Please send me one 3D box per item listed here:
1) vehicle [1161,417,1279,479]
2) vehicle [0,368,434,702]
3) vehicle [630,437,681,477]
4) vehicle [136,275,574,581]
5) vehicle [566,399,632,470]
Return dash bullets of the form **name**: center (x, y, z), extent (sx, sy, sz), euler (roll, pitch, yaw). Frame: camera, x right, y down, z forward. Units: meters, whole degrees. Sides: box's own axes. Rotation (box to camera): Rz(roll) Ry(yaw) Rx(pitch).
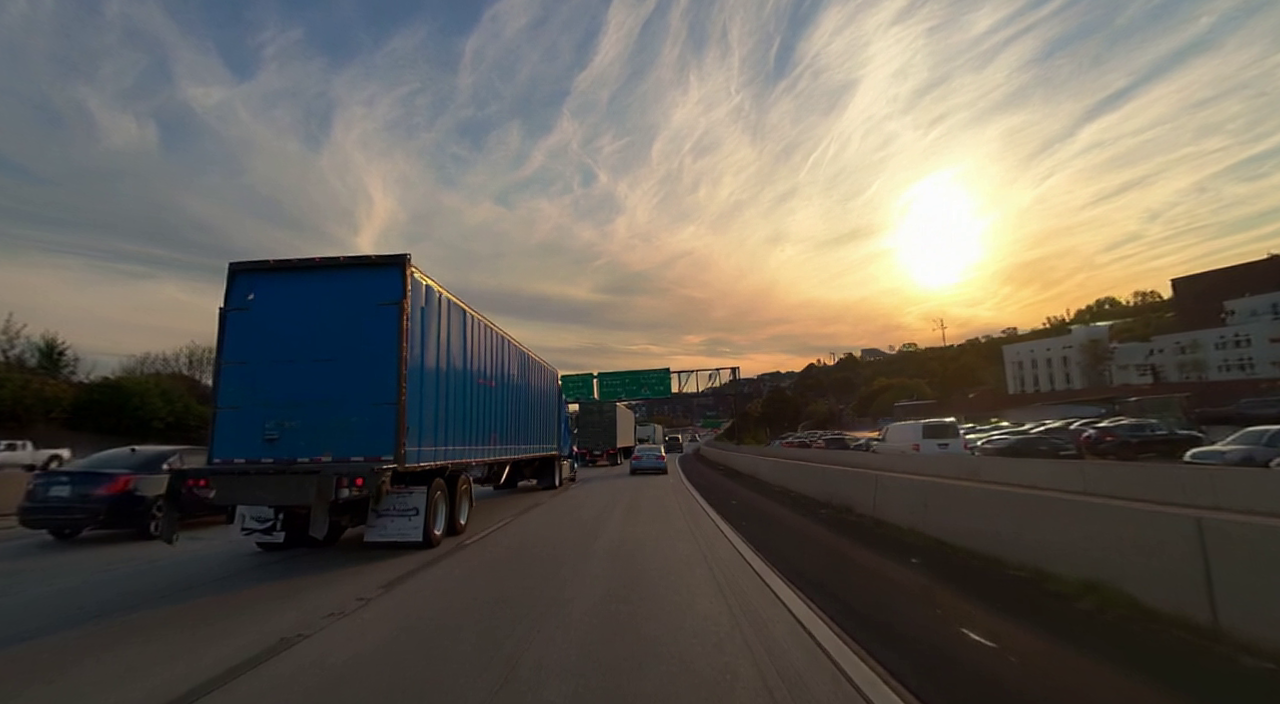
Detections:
- **vehicle**: center (18.714, 2.787, 18.415), extent (4.725, 1.713, 2.110), euler (-3, -9, 13)
- **vehicle**: center (-3.781, 1.208, 5.208), extent (2.896, 1.779, 3.441), euler (0, -8, 1)
- **vehicle**: center (0.733, 4.727, 28.538), extent (2.178, 1.640, 4.071), euler (0, -9, 2)
- **vehicle**: center (-3.469, 1.443, 11.249), extent (3.020, 3.192, 9.194), euler (-1, -9, 4)
- **vehicle**: center (-2.302, 5.289, 39.766), extent (3.073, 3.894, 9.782), euler (-1, -9, 3)
